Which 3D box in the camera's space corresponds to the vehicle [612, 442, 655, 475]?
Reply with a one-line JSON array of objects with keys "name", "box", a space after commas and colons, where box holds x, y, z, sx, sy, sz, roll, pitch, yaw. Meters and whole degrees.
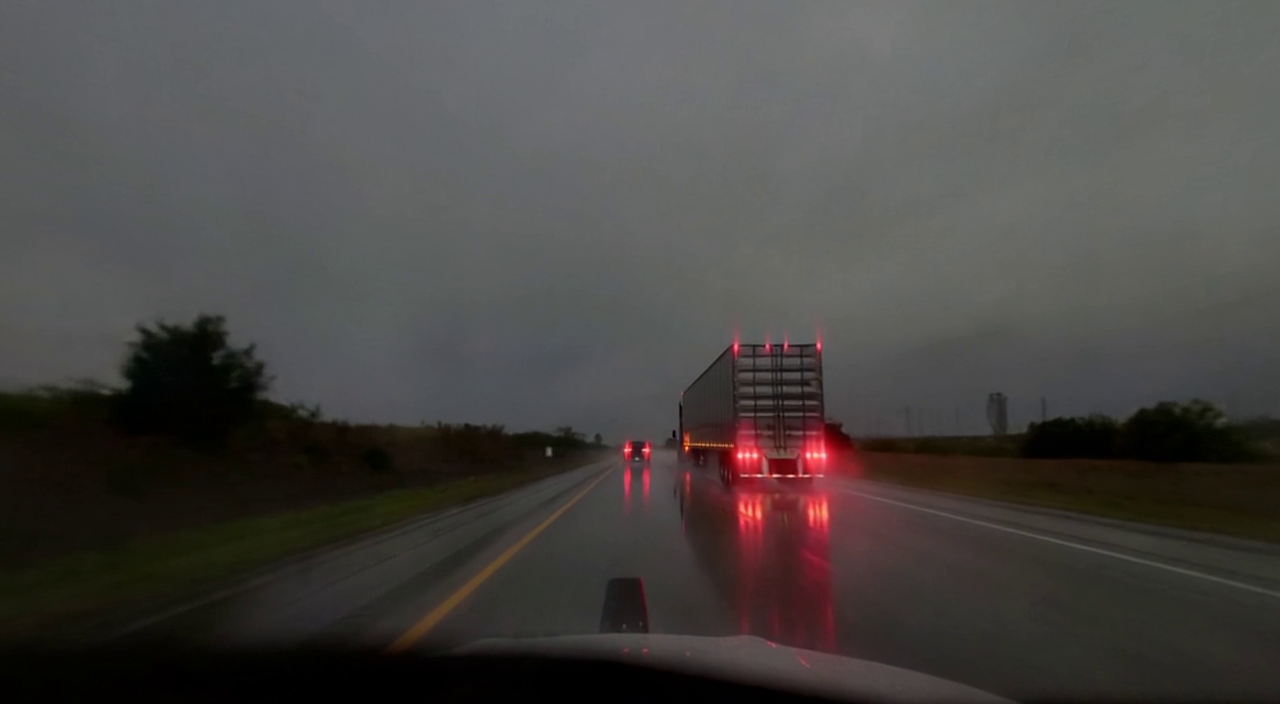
[{"name": "vehicle", "box": [-0.273, 5.199, 31.063, 1.968, 1.515, 4.025, -1, -8, 0]}]

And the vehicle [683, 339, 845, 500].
[{"name": "vehicle", "box": [3.738, 2.891, 24.358, 2.929, 4.158, 15.921, 0, -8, 0]}]
